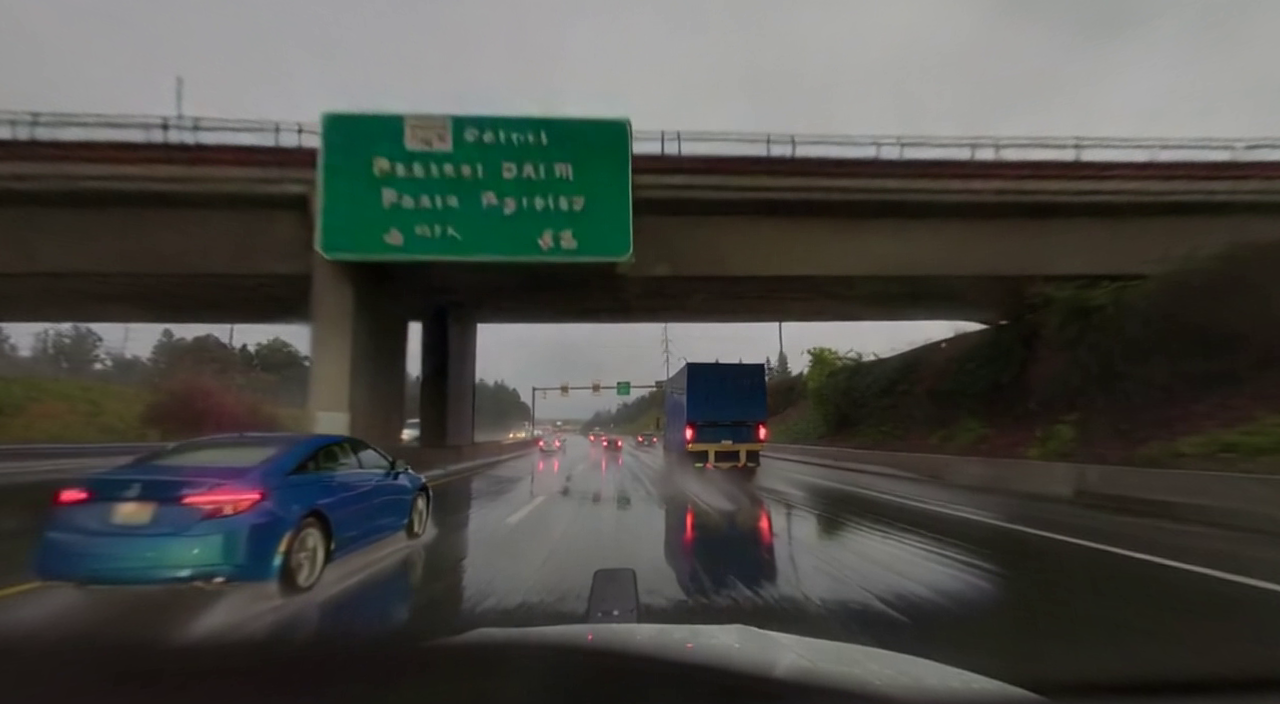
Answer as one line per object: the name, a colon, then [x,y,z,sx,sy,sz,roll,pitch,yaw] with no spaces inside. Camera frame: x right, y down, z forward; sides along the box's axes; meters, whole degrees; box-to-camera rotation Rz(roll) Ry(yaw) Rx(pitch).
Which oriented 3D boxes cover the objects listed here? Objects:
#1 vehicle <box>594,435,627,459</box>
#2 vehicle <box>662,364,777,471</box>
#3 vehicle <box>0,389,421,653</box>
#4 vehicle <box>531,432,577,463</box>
vehicle: [-2.012,6.401,42.473,2.125,1.542,3.816,0,-8,-4]
vehicle: [3.249,3.450,30.796,3.301,4.034,13.722,0,-8,-2]
vehicle: [-4.042,1.382,6.245,2.213,1.650,4.403,0,-8,-1]
vehicle: [-5.226,5.861,38.834,2.377,1.747,4.703,0,-8,-3]
